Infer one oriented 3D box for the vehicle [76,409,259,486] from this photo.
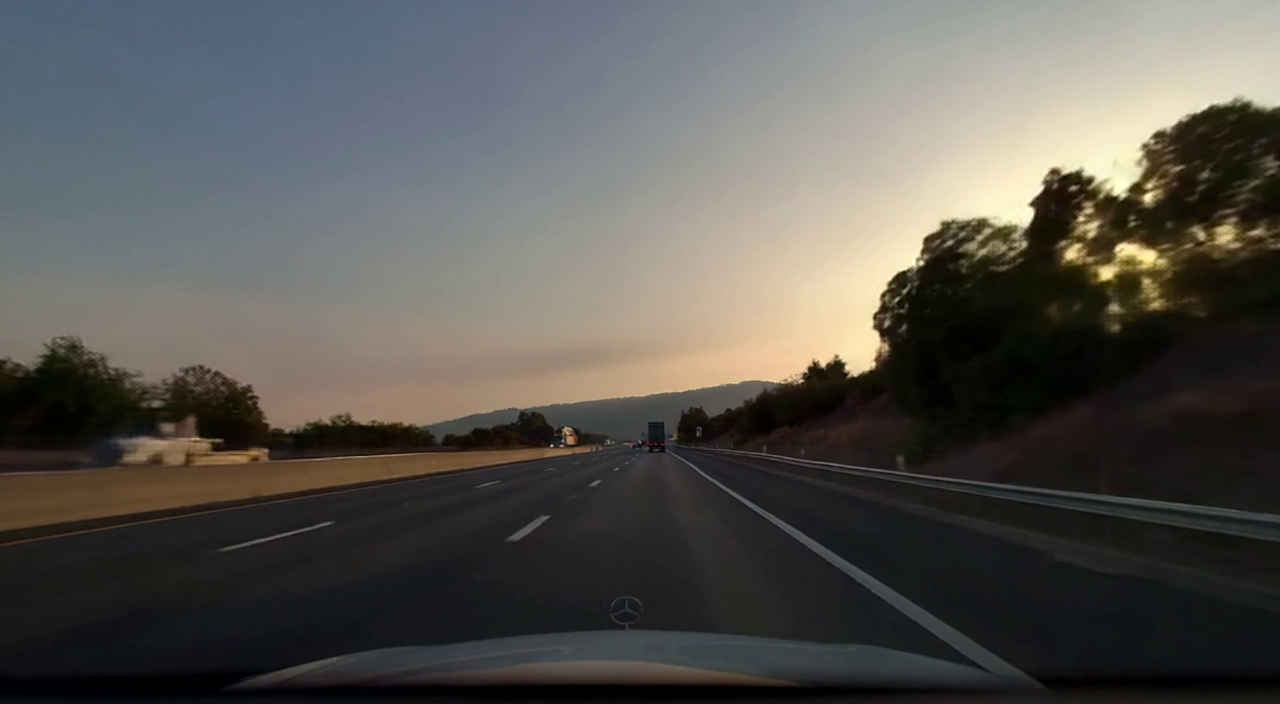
[{"bbox_3d":[-22.234,4.591,30.327,2.761,3.210,7.561,0,-8,1],"label":"vehicle"}]
